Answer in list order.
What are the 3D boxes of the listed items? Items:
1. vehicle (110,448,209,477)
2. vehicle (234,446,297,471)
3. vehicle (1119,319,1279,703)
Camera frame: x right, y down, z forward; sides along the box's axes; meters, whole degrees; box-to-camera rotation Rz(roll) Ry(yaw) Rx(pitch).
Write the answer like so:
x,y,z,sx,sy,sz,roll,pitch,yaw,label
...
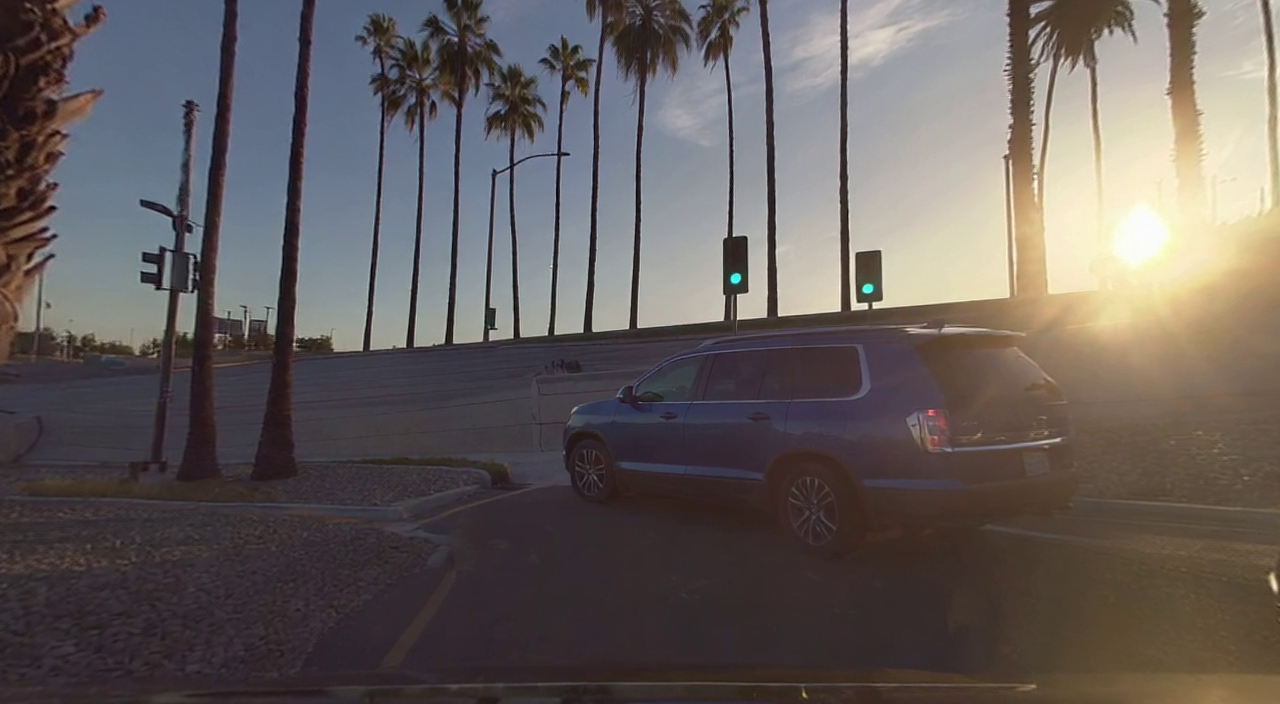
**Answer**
x,y,z,sx,sy,sz,roll,pitch,yaw,label
-26.587,6.114,35.037,1.830,1.443,4.551,0,-8,2,vehicle
-26.277,7.452,44.365,1.941,1.631,4.017,0,-8,0,vehicle
3.443,0.518,0.717,2.028,1.770,4.737,0,-8,0,vehicle
